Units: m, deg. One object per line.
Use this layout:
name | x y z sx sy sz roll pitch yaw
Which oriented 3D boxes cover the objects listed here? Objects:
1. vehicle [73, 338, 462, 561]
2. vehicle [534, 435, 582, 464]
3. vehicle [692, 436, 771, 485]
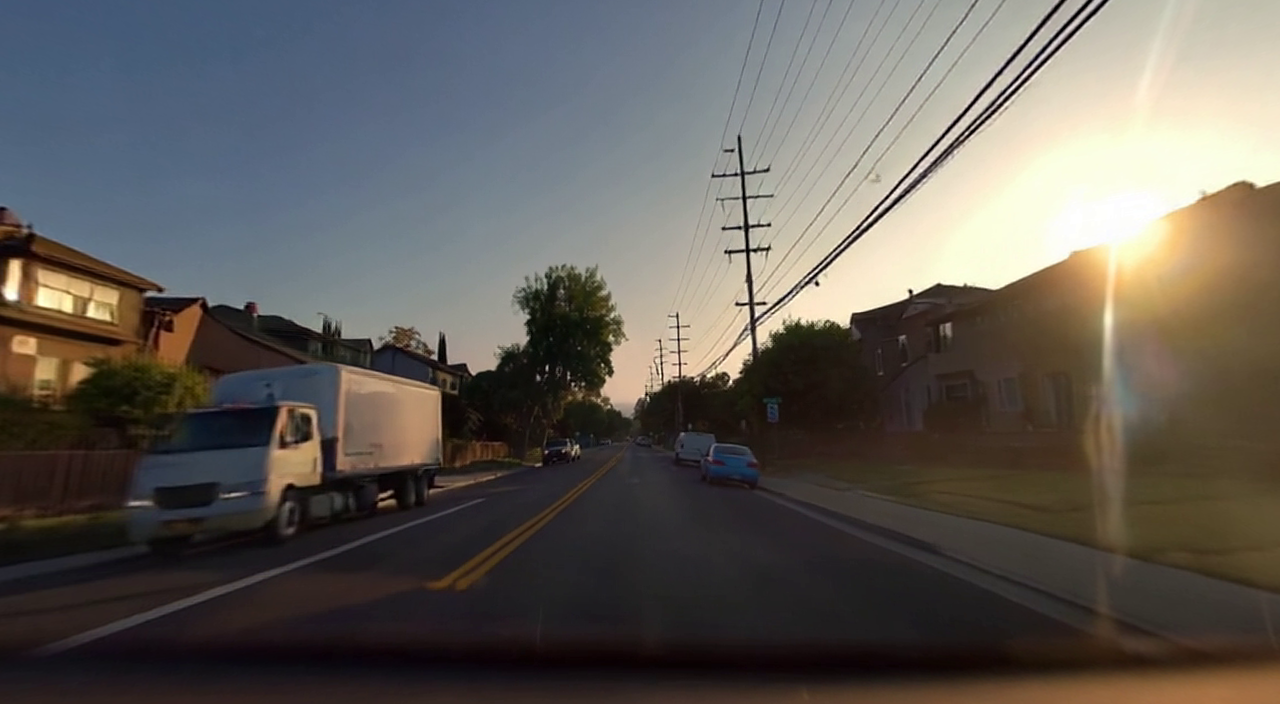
vehicle | -6.544 1.936 13.217 3.197 3.187 7.847 -2 -8 2
vehicle | -5.893 7.124 46.319 2.427 1.998 5.239 -1 -8 4
vehicle | 2.980 3.658 21.617 1.890 1.463 4.952 0 -8 -1
